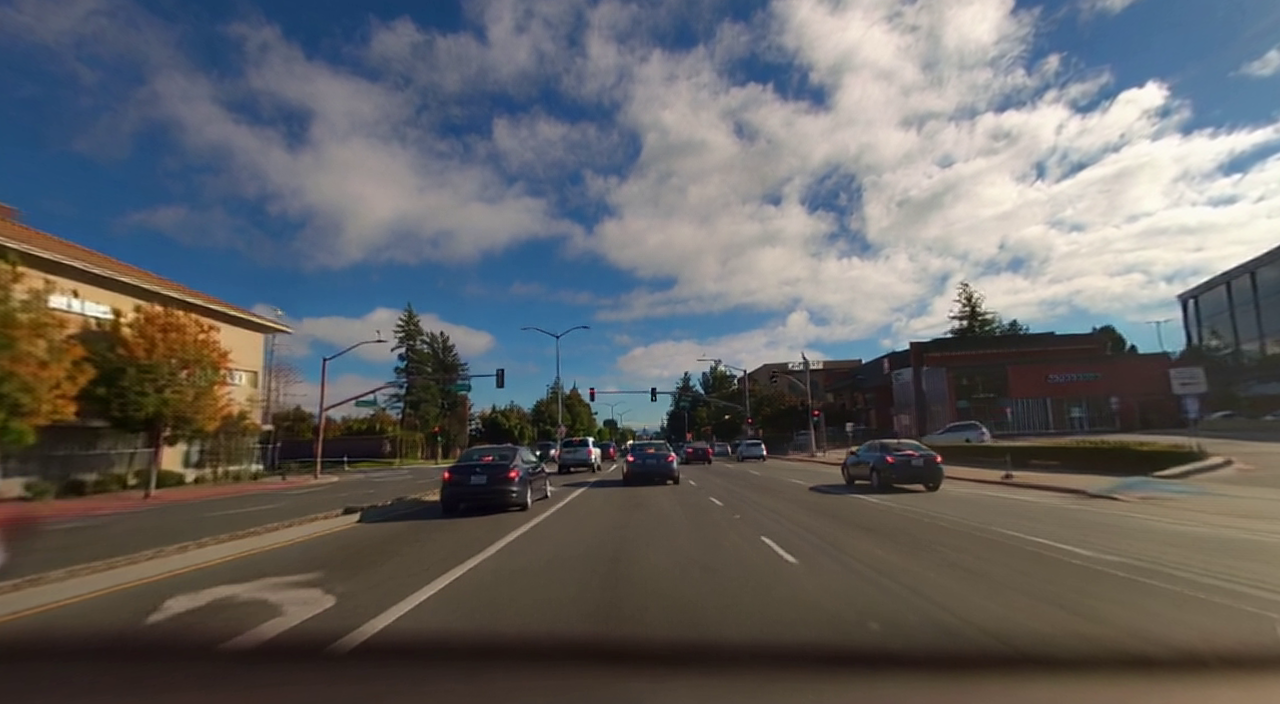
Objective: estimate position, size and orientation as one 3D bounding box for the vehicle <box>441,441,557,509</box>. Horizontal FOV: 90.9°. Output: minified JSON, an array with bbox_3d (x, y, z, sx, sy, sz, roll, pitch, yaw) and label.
[{"bbox_3d":[-3.409,3.034,16.143,1.938,1.472,4.399,0,-8,0],"label":"vehicle"}]

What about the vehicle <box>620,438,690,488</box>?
[{"bbox_3d":[0.454,3.625,20.923,2.096,1.473,3.893,0,-8,0],"label":"vehicle"}]

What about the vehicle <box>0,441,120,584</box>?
[{"bbox_3d":[-8.563,1.783,6.747,2.212,1.652,4.376,0,-8,0],"label":"vehicle"}]

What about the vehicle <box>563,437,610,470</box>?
[{"bbox_3d":[-2.945,5.724,35.737,2.219,1.699,4.090,0,-8,1],"label":"vehicle"}]

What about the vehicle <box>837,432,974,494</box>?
[{"bbox_3d":[7.248,3.072,17.802,1.892,1.515,4.400,0,-8,-1],"label":"vehicle"}]

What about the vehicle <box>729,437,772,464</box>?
[{"bbox_3d":[7.320,6.560,42.187,2.044,1.701,4.397,0,-8,-1],"label":"vehicle"}]

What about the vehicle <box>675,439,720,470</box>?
[{"bbox_3d":[3.004,5.481,33.912,1.988,1.528,4.144,0,-8,-1],"label":"vehicle"}]
